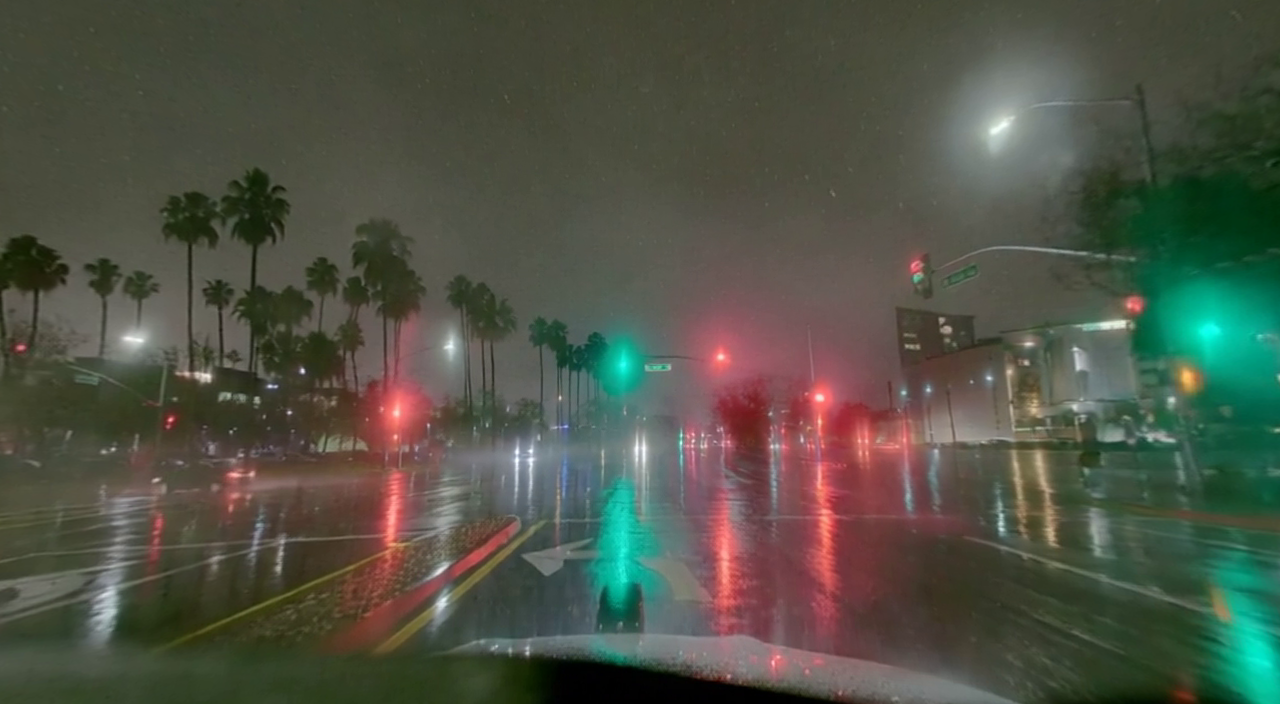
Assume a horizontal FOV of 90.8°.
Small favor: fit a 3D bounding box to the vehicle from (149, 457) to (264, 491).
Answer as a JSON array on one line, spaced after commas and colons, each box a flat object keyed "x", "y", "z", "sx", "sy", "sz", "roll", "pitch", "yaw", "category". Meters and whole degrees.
[{"x": -20.785, "y": 5.822, "z": 30.347, "sx": 4.386, "sy": 1.481, "sz": 2.037, "roll": -2, "pitch": -9, "yaw": 13, "category": "vehicle"}]
